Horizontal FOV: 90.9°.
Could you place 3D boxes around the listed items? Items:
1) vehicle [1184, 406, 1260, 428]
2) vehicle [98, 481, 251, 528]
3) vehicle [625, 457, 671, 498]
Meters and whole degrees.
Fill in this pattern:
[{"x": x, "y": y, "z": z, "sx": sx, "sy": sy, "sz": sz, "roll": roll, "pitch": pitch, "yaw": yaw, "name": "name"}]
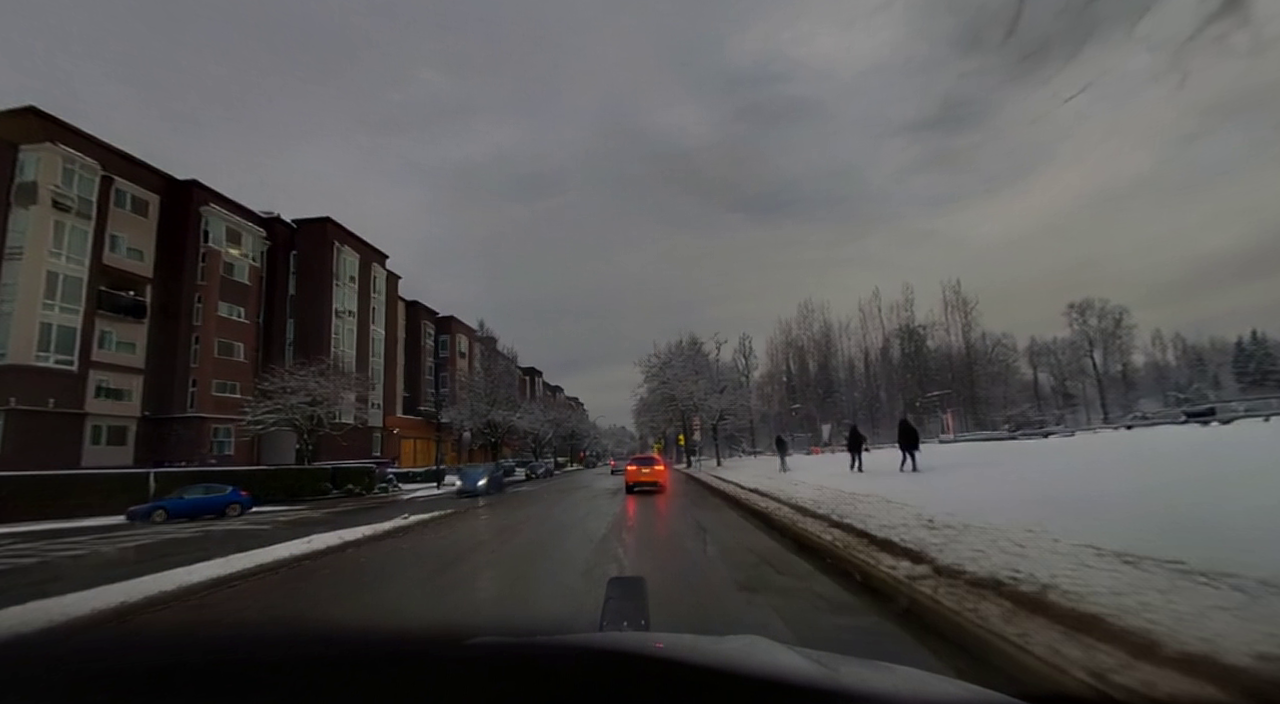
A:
[{"x": 44.942, "y": 5.058, "z": 48.698, "sx": 4.615, "sy": 1.596, "sz": 2.002, "roll": 2, "pitch": -9, "yaw": -15, "name": "vehicle"}, {"x": -18.772, "y": 6.110, "z": 25.574, "sx": 2.116, "sy": 1.409, "sz": 4.607, "roll": -9, "pitch": -12, "yaw": 43, "name": "vehicle"}, {"x": 0.320, "y": 4.533, "z": 23.024, "sx": 1.559, "sy": 1.351, "sz": 2.452, "roll": -1, "pitch": -9, "yaw": 2, "name": "vehicle"}]
